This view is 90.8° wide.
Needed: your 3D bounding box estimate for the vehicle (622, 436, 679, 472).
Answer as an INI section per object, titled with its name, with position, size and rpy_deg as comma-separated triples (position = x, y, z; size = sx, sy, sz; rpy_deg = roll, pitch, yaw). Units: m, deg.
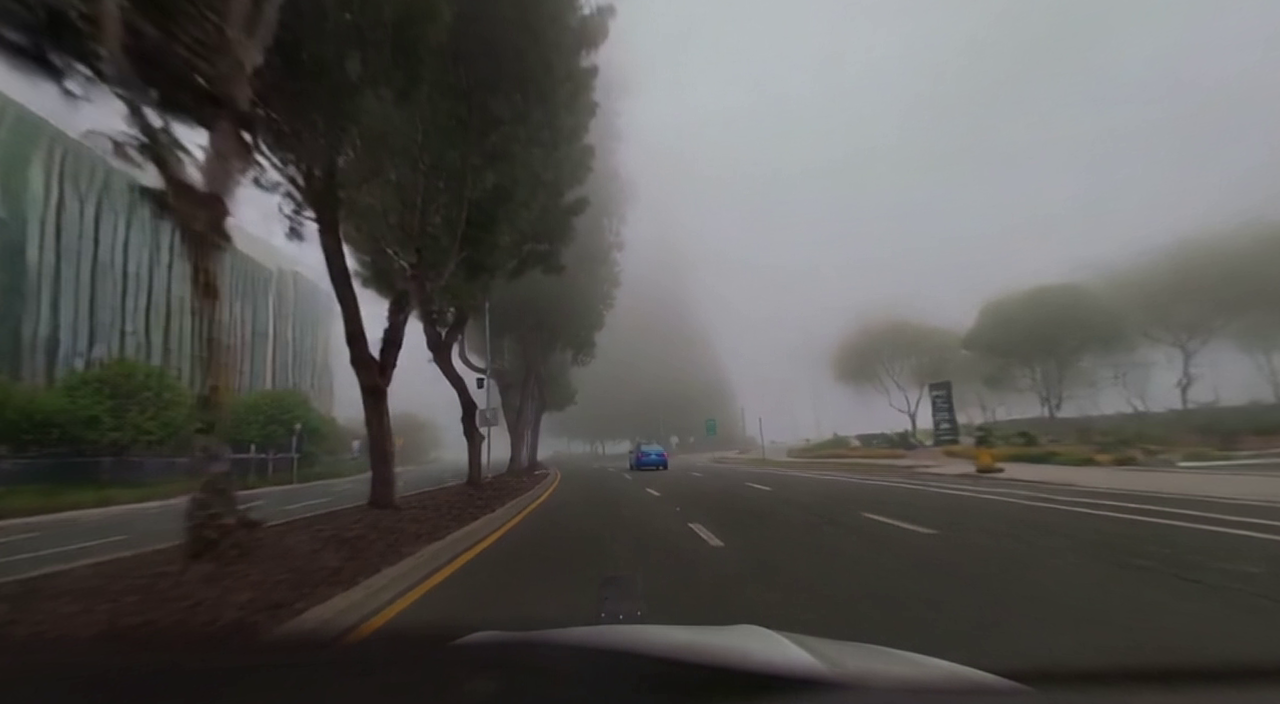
[vehicle]
position = 0.420, 5.005, 31.229
size = 2.165, 1.633, 4.381
rpy_deg = 1, -8, -8
